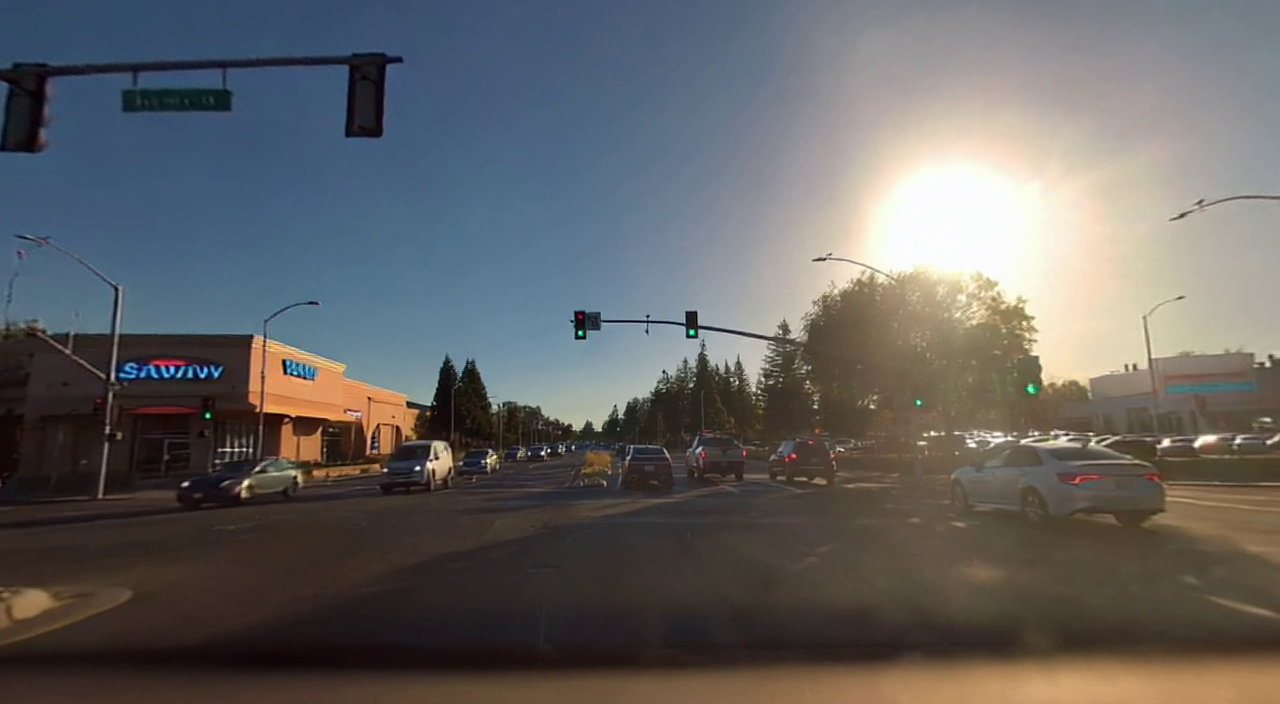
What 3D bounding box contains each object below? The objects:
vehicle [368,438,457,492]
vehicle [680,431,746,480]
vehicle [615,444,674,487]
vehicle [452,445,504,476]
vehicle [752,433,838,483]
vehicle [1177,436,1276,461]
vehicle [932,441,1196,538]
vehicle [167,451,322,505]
[{"bbox_3d":[-8.345,4.138,23.506,1.904,1.789,4.021,0,-8,-2],"label":"vehicle"},{"bbox_3d":[3.363,4.943,30.373,2.358,2.116,5.328,0,-8,-2],"label":"vehicle"},{"bbox_3d":[0.107,4.205,23.711,2.038,1.447,3.756,0,-8,-2],"label":"vehicle"},{"bbox_3d":[-8.986,6.006,35.247,1.827,1.602,4.115,0,-8,-1],"label":"vehicle"},{"bbox_3d":[6.813,4.722,28.488,2.323,2.009,5.266,0,-8,-3],"label":"vehicle"},{"bbox_3d":[35.825,5.917,38.589,4.230,1.449,1.782,0,-8,1],"label":"vehicle"},{"bbox_3d":[7.683,2.476,12.146,1.905,1.498,4.463,0,-8,-1],"label":"vehicle"},{"bbox_3d":[-12.608,4.008,20.585,1.969,1.486,4.773,0,-8,0],"label":"vehicle"}]
